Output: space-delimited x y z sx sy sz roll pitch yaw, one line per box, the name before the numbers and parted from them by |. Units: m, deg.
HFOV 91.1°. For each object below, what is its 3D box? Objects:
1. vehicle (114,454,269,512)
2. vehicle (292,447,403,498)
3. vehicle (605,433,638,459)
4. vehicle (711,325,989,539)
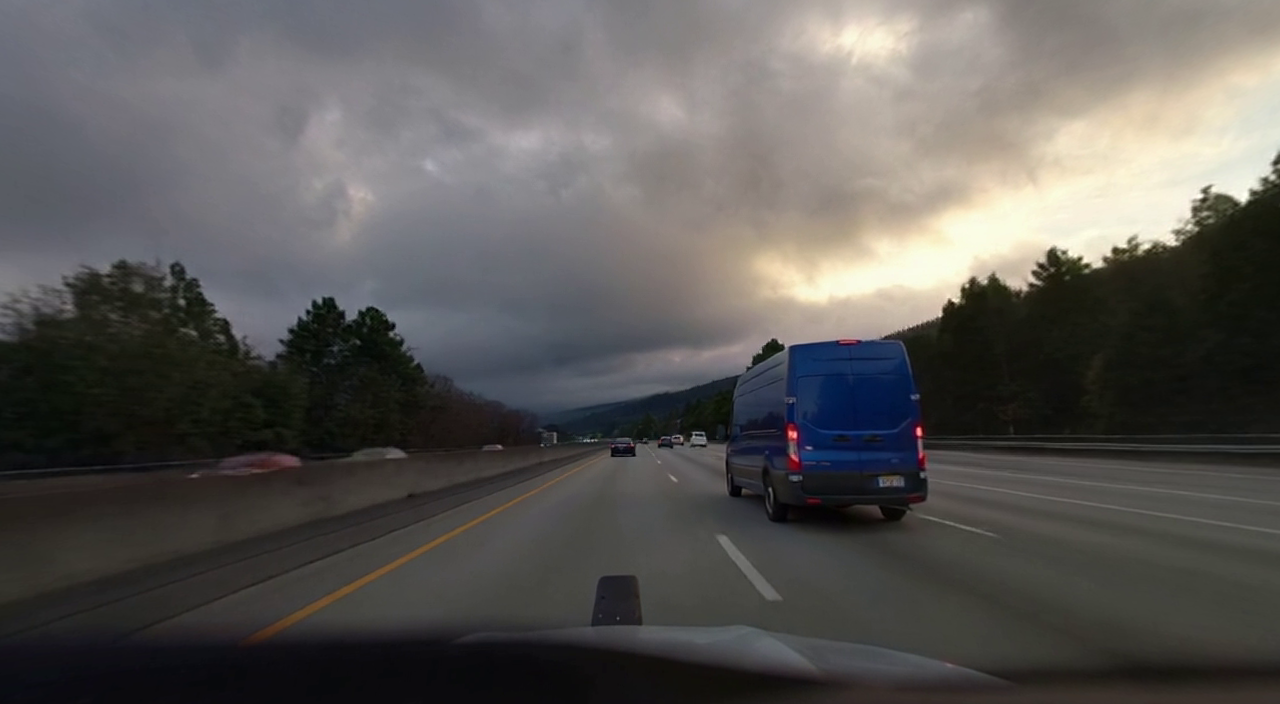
vehicle | -14.010 4.071 20.021 1.827 1.504 4.242 0 -8 0
vehicle | -10.123 4.174 22.187 1.841 1.493 4.407 0 -8 0
vehicle | -1.128 5.727 38.537 1.900 1.524 4.324 0 -8 -1
vehicle | 2.947 1.427 11.304 2.416 2.595 7.243 0 -8 -1
